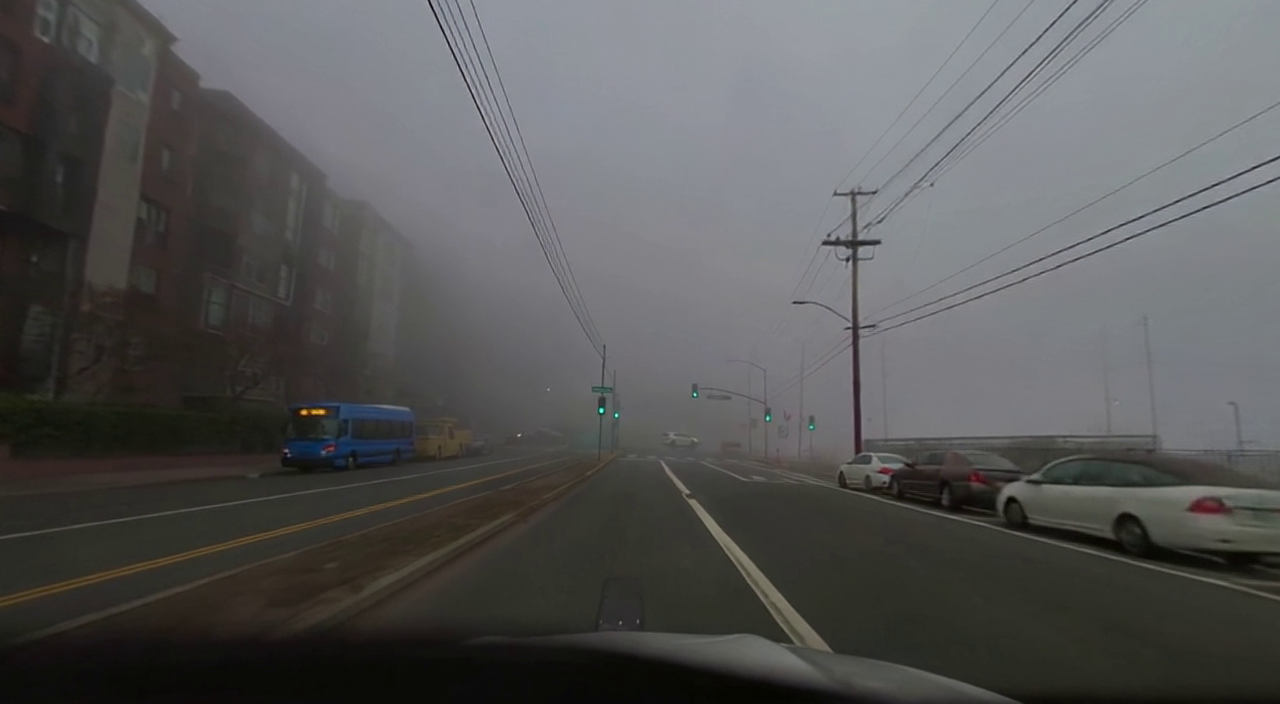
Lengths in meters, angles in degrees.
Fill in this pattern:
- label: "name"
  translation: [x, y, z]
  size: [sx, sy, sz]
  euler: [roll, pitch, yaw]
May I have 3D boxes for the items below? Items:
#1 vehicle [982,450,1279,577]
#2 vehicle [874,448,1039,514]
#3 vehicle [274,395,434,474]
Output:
- label: "vehicle"
  translation: [7.991, 2.459, 10.548]
  size: [1.997, 1.517, 4.755]
  euler: [1, -8, 1]
- label: "vehicle"
  translation: [8.119, 3.312, 16.844]
  size: [1.996, 1.473, 4.740]
  euler: [0, -8, 1]
- label: "vehicle"
  translation: [-13.797, 4.221, 31.917]
  size: [3.060, 3.307, 9.997]
  euler: [0, -8, 2]
